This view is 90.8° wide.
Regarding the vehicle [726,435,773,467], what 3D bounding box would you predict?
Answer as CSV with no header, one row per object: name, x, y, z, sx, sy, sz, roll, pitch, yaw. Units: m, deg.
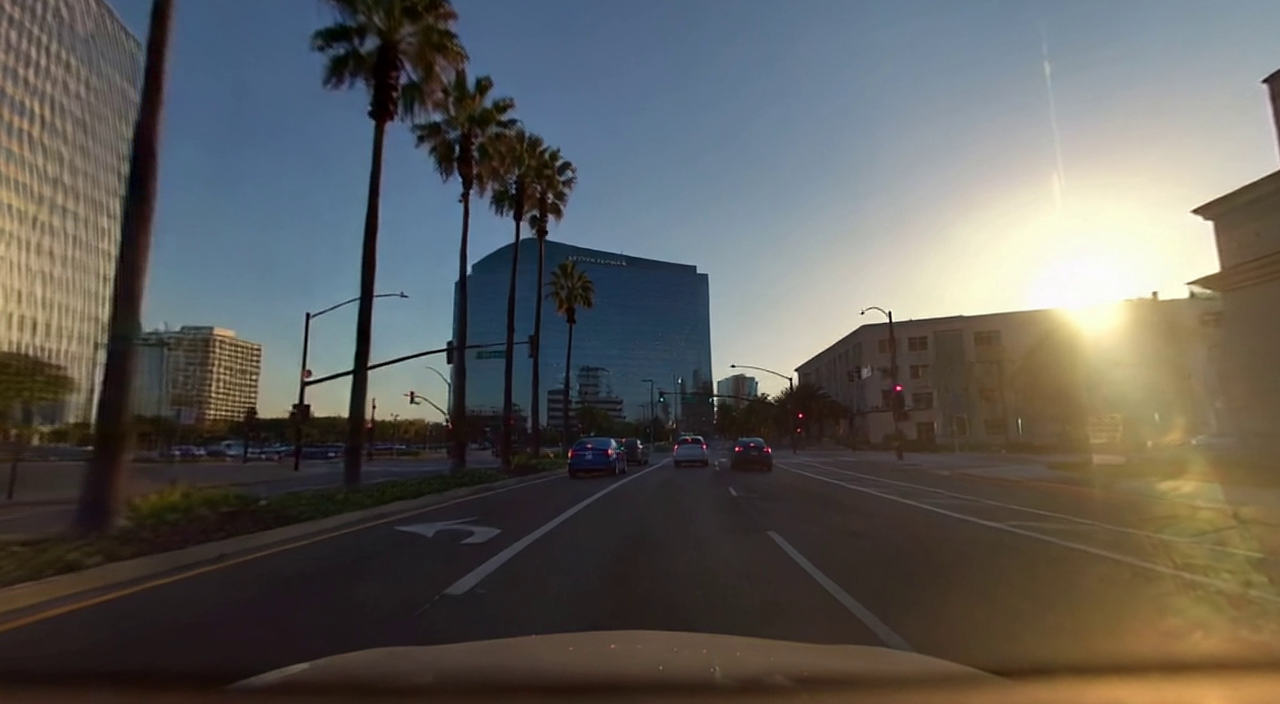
vehicle,5.653,5.128,32.941,1.936,1.567,3.896,0,-8,3

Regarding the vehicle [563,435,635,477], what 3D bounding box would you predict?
vehicle,-1.462,4.022,24.718,1.962,1.480,4.605,-1,-8,7

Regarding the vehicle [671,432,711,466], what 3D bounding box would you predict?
vehicle,2.863,5.325,34.808,2.060,1.730,4.257,-1,-8,6
